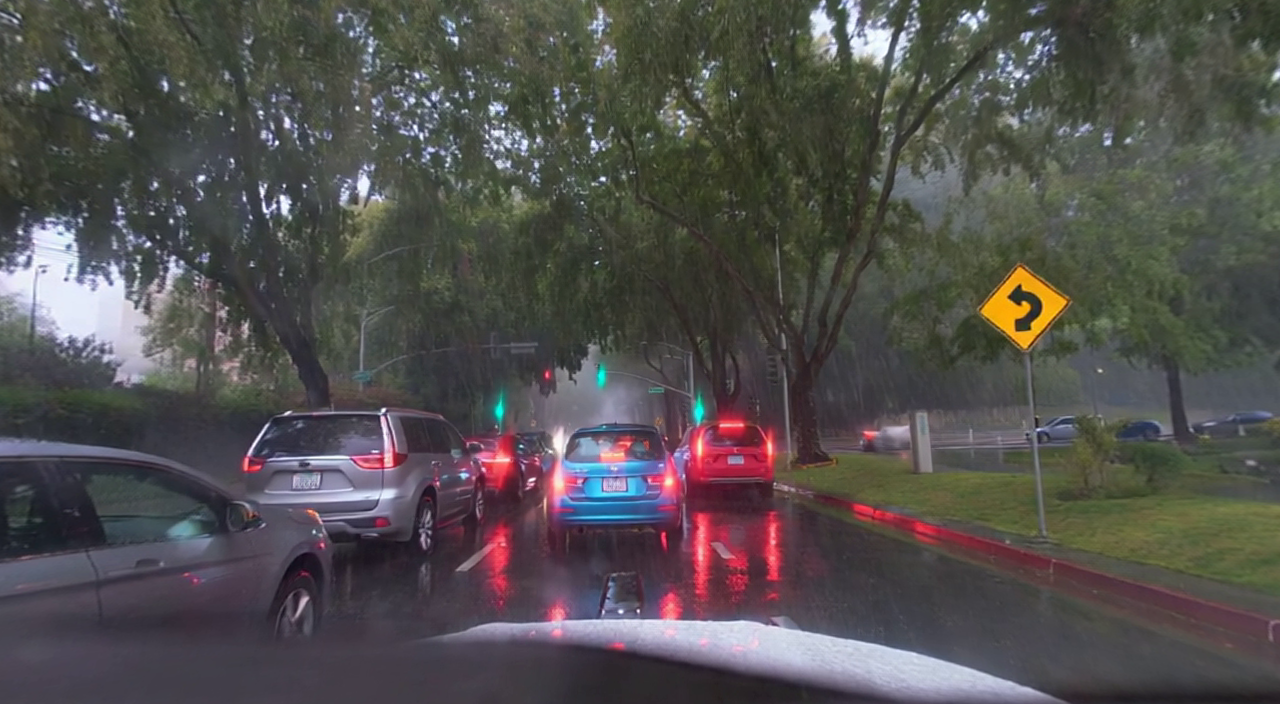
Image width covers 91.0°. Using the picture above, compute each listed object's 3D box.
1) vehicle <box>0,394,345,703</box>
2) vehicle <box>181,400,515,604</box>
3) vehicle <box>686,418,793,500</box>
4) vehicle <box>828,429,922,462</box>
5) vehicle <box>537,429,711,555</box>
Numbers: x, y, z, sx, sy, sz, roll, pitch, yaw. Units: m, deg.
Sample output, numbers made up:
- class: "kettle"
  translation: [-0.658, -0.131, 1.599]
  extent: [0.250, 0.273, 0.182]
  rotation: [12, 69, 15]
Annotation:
- class: "vehicle"
  translation: [-2.913, 0.837, 1.623]
  extent: [1.974, 1.484, 4.716]
  rotation: [0, -8, 1]
- class: "vehicle"
  translation: [-2.886, 1.574, 7.454]
  extent: [1.964, 1.712, 4.097]
  rotation: [0, -8, 0]
- class: "vehicle"
  translation: [2.463, 2.811, 16.870]
  extent: [2.059, 1.864, 4.541]
  rotation: [0, -8, -1]
- class: "vehicle"
  translation: [11.395, 4.559, 30.693]
  extent: [3.883, 1.534, 1.779]
  rotation: [0, -8, 2]
- class: "vehicle"
  translation: [-0.244, 1.923, 9.350]
  extent: [2.025, 1.453, 3.848]
  rotation: [0, -8, -2]
